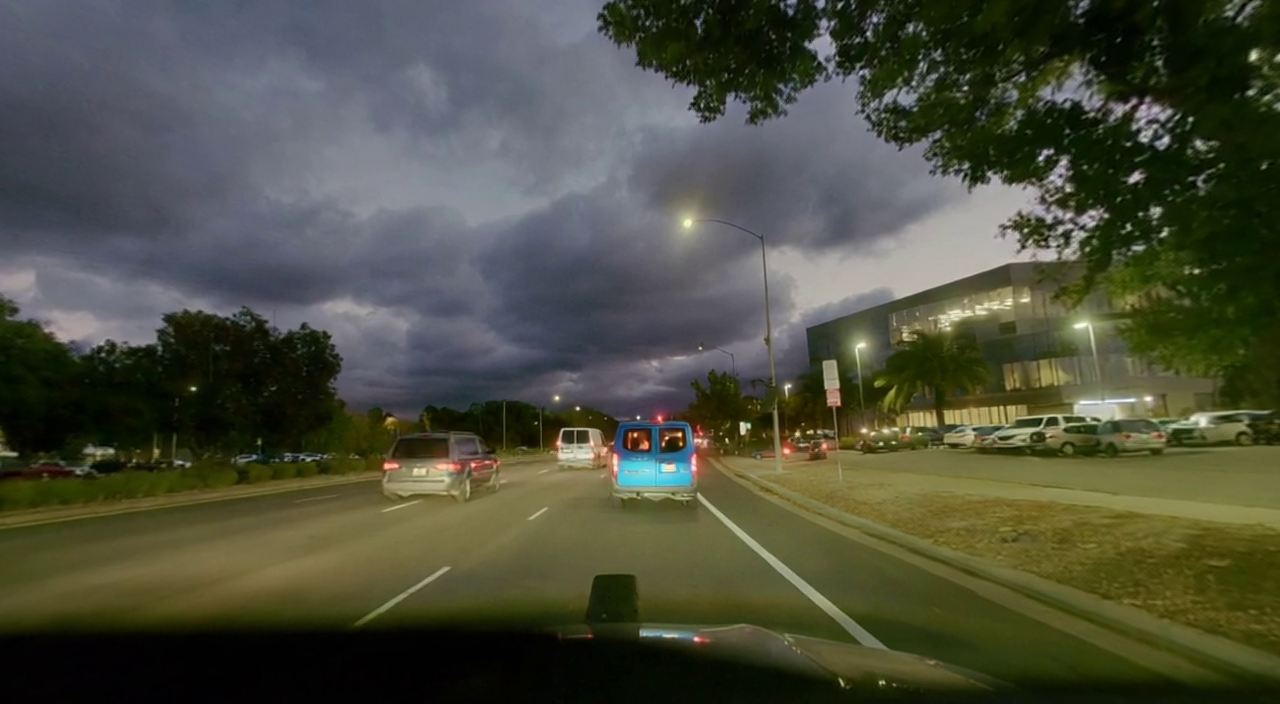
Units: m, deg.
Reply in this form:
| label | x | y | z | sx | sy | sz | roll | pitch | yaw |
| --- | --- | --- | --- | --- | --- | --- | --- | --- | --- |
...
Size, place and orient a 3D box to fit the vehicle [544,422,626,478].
| label | x | y | z | sx | sy | sz | roll | pitch | yaw |
| --- | --- | --- | --- | --- | --- | --- | --- | --- | --- |
| vehicle | -2.172 | 4.149 | 26.830 | 2.486 | 2.074 | 5.456 | -1 | -9 | 6 |

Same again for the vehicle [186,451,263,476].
| label | x | y | z | sx | sy | sz | roll | pitch | yaw |
| --- | --- | --- | --- | --- | --- | --- | --- | --- | --- |
| vehicle | -32.645 | 8.743 | 49.870 | 1.977 | 1.788 | 4.978 | -2 | -9 | 13 |

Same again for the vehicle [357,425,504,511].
| label | x | y | z | sx | sy | sz | roll | pitch | yaw |
| --- | --- | --- | --- | --- | --- | --- | --- | --- | --- |
| vehicle | -4.778 | 2.719 | 15.298 | 2.116 | 1.714 | 4.757 | 0 | -9 | -3 |

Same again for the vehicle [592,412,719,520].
| label | x | y | z | sx | sy | sz | roll | pitch | yaw |
| --- | --- | --- | --- | --- | --- | --- | --- | --- | --- |
| vehicle | 0.320 | 2.274 | 13.000 | 2.173 | 1.830 | 4.189 | 0 | -9 | 2 |
